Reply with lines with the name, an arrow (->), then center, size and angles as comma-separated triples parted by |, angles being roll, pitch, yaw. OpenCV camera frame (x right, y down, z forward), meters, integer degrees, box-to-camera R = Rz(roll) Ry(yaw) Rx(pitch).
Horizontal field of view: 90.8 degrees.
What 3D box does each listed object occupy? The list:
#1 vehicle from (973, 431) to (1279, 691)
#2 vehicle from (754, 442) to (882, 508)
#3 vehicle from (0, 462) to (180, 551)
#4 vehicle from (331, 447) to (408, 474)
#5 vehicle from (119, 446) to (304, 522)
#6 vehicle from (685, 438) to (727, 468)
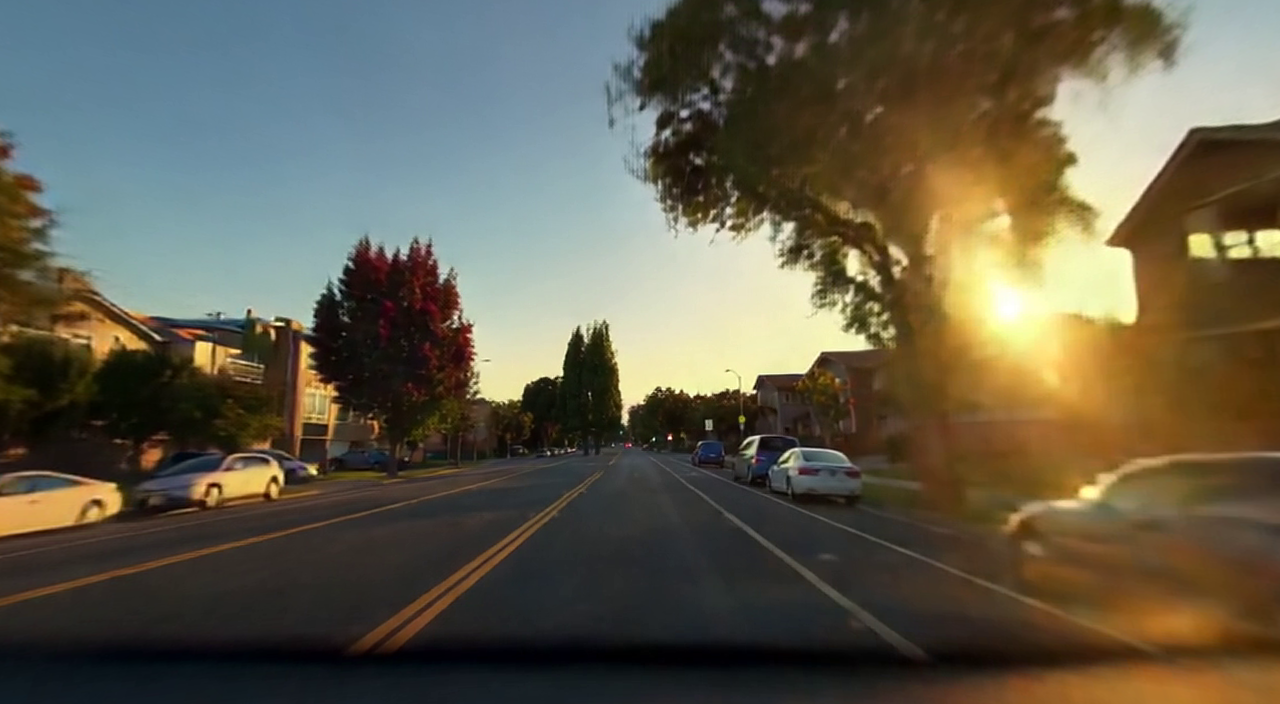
vehicle -> 4.692, 1.331, 4.449 | 2.024, 1.491, 4.647 | 1, -8, -2
vehicle -> 4.516, 3.172, 16.866 | 1.923, 1.493, 4.628 | 0, -8, -2
vehicle -> -12.695, 3.196, 13.715 | 1.954, 1.491, 4.633 | 0, -8, -1
vehicle -> -18.507, 7.404, 43.354 | 4.397, 1.768, 1.956 | 1, -8, -4
vehicle -> -12.737, 3.888, 19.372 | 2.149, 1.865, 5.247 | -3, -8, -2
vehicle -> 4.290, 6.626, 41.716 | 2.052, 1.859, 4.778 | 1, -8, -3
